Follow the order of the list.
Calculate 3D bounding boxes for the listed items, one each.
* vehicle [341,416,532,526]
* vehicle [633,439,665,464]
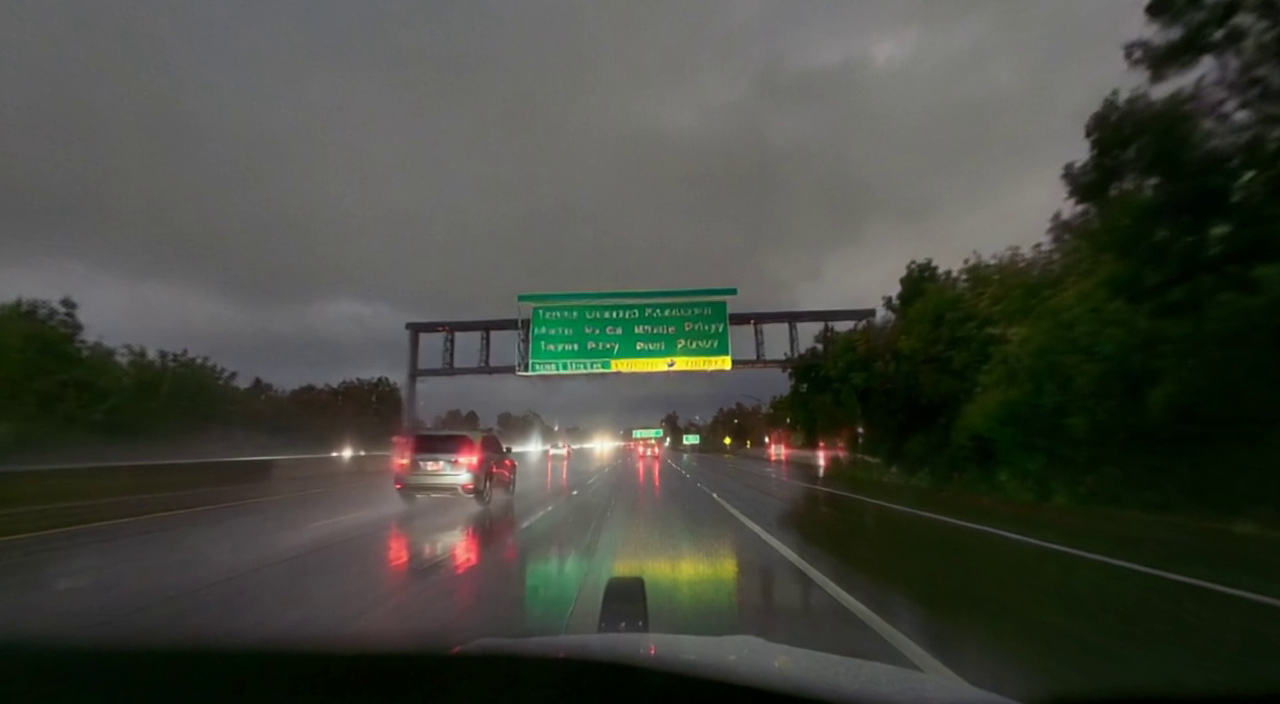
[{"bbox_3d":[-3.699,2.263,12.525,2.214,1.759,4.435,0,-8,1],"label":"vehicle"},{"bbox_3d":[0.577,6.766,42.913,2.023,1.589,4.030,0,-8,0],"label":"vehicle"}]
